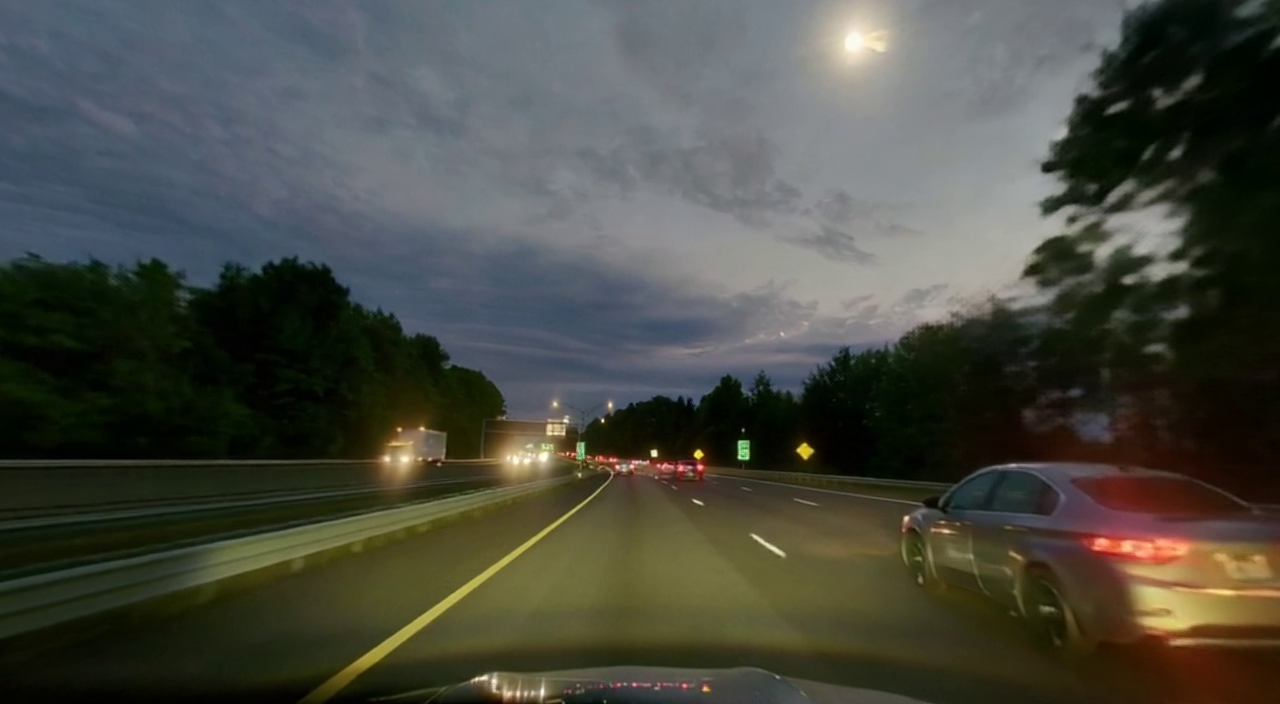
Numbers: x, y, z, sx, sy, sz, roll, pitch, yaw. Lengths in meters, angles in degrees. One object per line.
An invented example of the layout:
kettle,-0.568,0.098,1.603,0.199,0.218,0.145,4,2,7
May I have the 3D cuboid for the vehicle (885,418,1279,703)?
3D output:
vehicle,3.955,1.549,5.184,2.132,1.662,4.180,1,-10,-1
